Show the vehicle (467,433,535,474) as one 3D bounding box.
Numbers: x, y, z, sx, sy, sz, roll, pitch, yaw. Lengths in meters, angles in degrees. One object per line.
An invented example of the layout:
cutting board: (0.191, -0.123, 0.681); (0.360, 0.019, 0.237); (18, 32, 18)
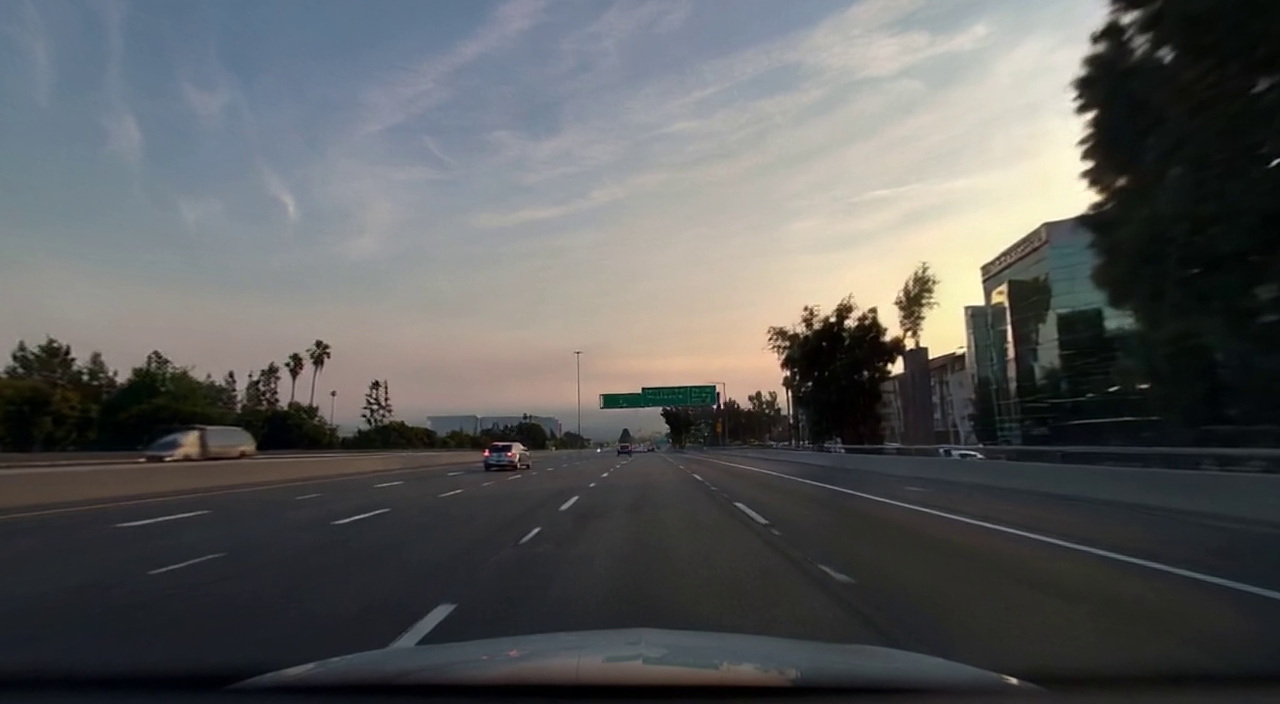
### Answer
vehicle: (-6.670, 4.939, 30.816); (2.145, 1.793, 4.762); (0, -8, 1)
